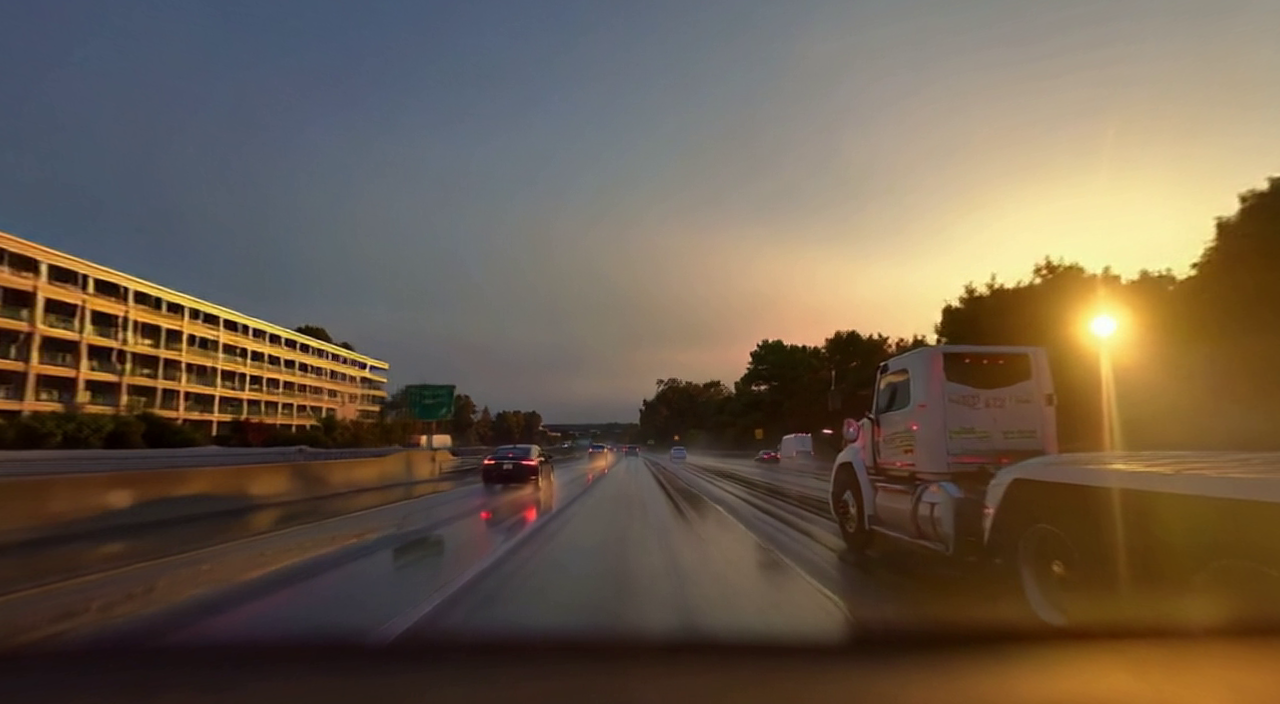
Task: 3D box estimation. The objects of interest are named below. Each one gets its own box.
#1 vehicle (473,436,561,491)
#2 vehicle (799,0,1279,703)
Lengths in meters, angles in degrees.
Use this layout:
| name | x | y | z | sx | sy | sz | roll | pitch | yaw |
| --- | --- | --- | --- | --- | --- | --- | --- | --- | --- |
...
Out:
| name | x | y | z | sx | sy | sz | roll | pitch | yaw |
| --- | --- | --- | --- | --- | --- | --- | --- | --- | --- |
| vehicle | -3.785 | 3.499 | 20.087 | 1.954 | 1.528 | 4.010 | 0 | -9 | 0 |
| vehicle | 3.657 | 0.222 | 5.311 | 3.089 | 3.779 | 6.420 | 0 | -9 | 2 |
